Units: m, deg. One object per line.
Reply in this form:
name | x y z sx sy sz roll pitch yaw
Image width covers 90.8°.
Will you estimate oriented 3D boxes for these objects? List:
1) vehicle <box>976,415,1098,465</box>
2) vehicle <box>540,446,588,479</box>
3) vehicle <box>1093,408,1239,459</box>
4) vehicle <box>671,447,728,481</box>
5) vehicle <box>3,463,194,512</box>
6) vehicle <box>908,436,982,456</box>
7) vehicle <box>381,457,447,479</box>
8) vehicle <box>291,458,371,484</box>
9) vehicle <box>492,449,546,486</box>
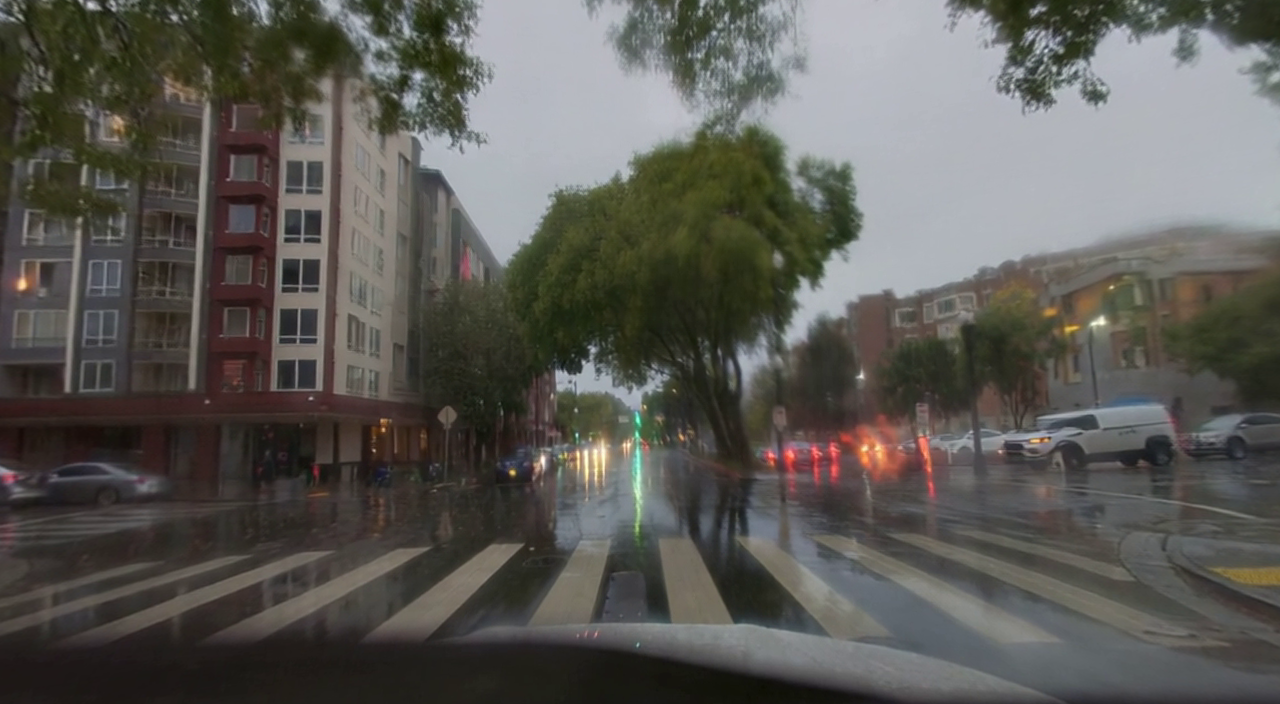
vehicle | 16.744 3.813 27.000 2.041 1.921 4.574 0 -9 -2
vehicle | -4.464 6.574 37.689 2.102 1.768 4.290 -2 -9 2
vehicle | 22.305 3.556 27.148 2.137 1.962 4.988 -1 -9 3
vehicle | 3.216 5.884 33.478 1.942 1.603 3.785 -1 -8 23
vehicle | -17.315 4.334 20.374 4.439 1.448 1.793 0 -9 0
vehicle | 23.015 7.126 47.772 4.528 1.475 2.070 0 -9 3
vehicle | -16.916 8.696 47.360 4.203 1.544 1.889 0 -8 1
vehicle | -23.185 8.922 47.503 4.844 1.836 2.117 -1 -8 5
vehicle | -7.615 7.282 40.251 2.193 1.814 5.061 -9 -9 0
